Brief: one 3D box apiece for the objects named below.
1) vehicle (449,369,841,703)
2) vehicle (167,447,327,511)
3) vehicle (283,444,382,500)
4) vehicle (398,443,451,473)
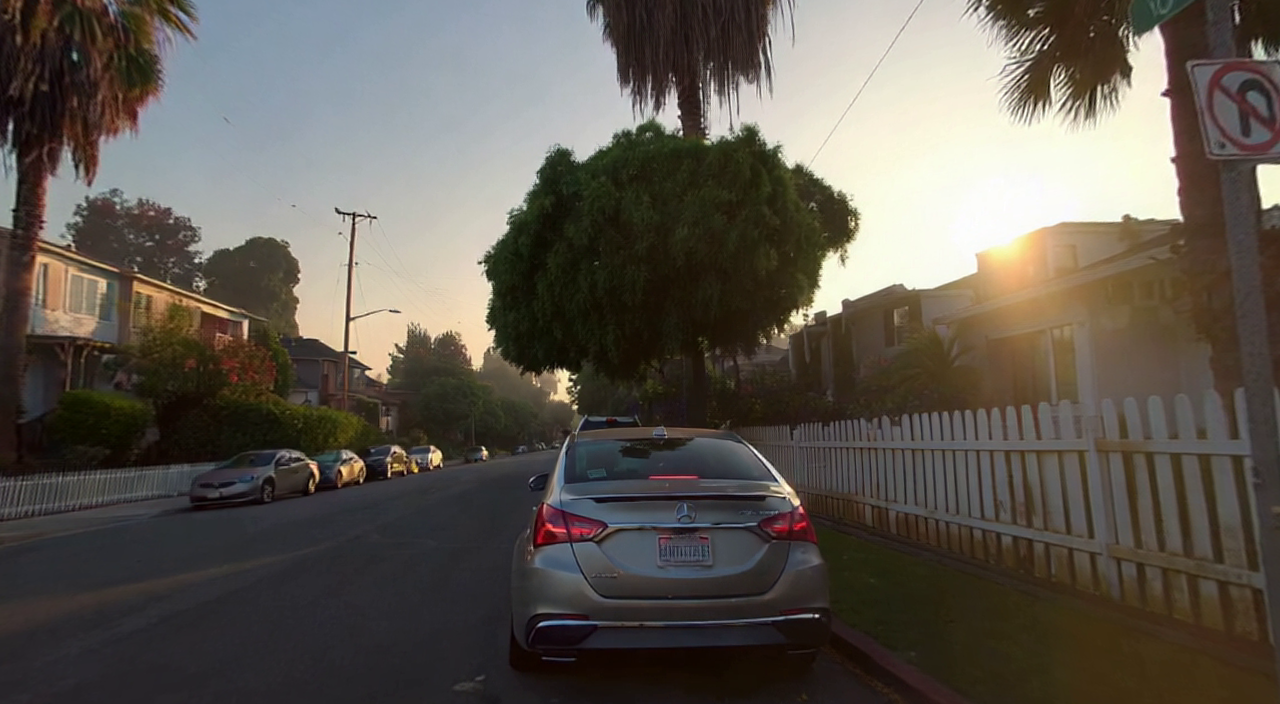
[{"bbox_3d":[-0.136,1.213,4.998,1.894,1.695,3.795,1,-8,-6],"label":"vehicle"},{"bbox_3d":[-11.391,3.653,18.790,2.017,1.627,5.039,1,-8,-7],"label":"vehicle"},{"bbox_3d":[-12.152,4.713,25.246,2.048,1.485,4.757,-4,-4,-7],"label":"vehicle"},{"bbox_3d":[-13.161,6.465,38.709,2.060,1.689,4.999,1,-8,-7],"label":"vehicle"}]
